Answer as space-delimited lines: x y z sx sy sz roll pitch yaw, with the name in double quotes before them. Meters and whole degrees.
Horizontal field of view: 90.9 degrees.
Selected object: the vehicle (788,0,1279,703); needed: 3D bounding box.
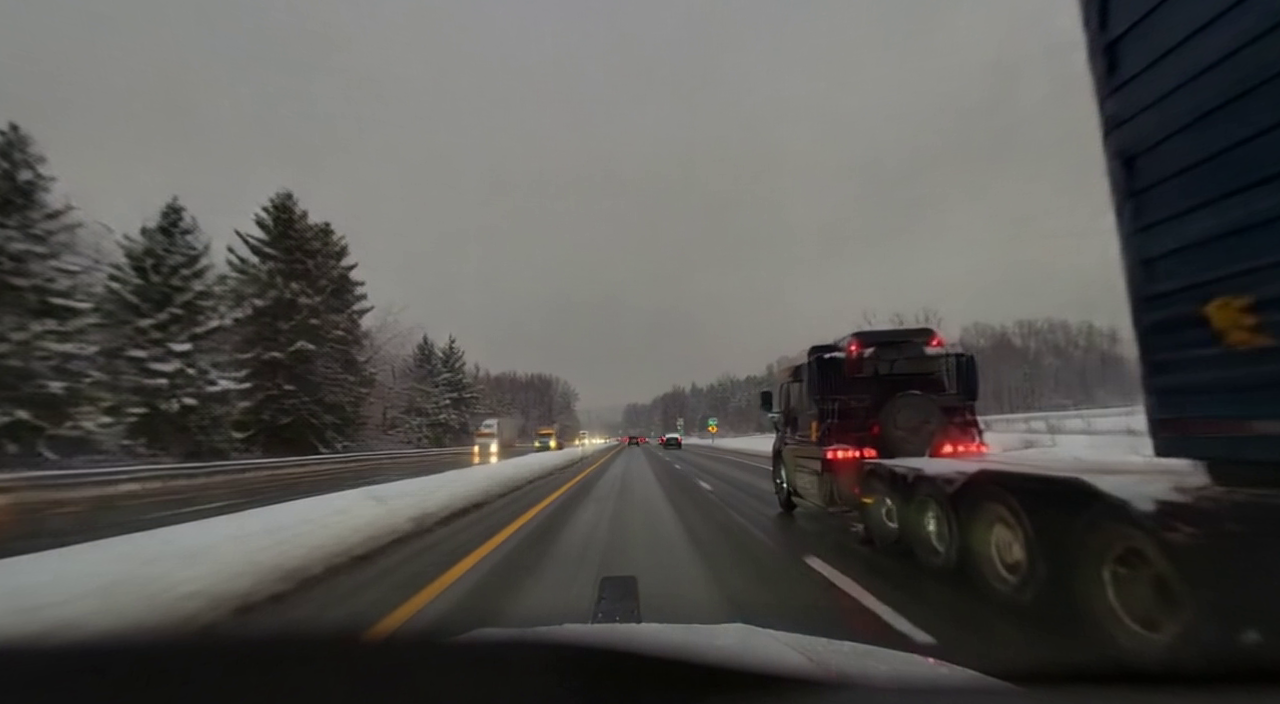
"vehicle" 3.965 -0.307 2.689 3.038 3.975 13.887 0 -8 -1
